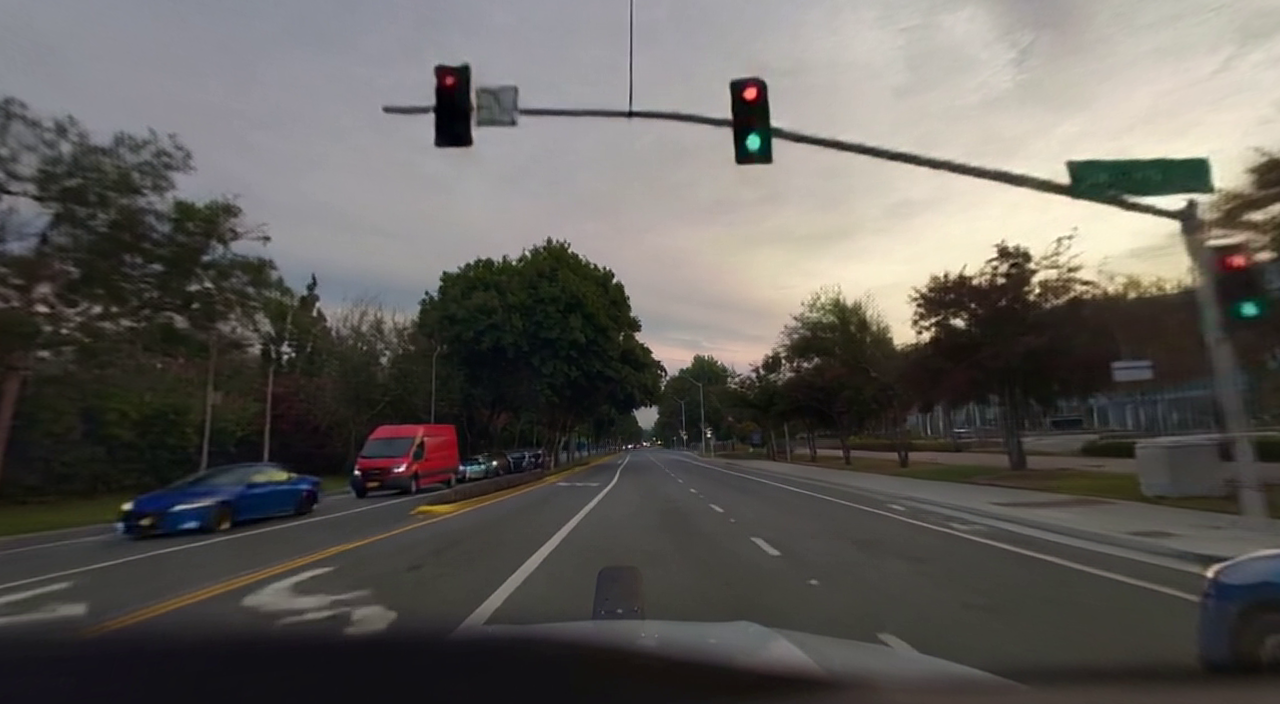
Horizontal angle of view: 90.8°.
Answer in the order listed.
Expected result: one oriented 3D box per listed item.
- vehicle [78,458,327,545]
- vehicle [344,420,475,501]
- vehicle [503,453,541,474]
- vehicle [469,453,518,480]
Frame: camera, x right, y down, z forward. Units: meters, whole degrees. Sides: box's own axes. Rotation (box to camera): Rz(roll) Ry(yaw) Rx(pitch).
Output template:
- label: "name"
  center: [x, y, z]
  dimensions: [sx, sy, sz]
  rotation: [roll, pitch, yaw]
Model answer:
- label: "vehicle"
  center: [-9.081, 3.100, 13.781]
  dimensions: [2.190, 1.455, 4.516]
  rotation: [0, -9, 0]
- label: "vehicle"
  center: [-8.805, 4.222, 25.089]
  dimensions: [2.617, 2.736, 6.621]
  rotation: [0, -9, 0]
- label: "vehicle"
  center: [-8.810, 8.366, 47.512]
  dimensions: [1.940, 1.452, 4.441]
  rotation: [-1, -9, 1]
- label: "vehicle"
  center: [-8.861, 6.943, 38.567]
  dimensions: [1.959, 1.469, 4.369]
  rotation: [0, -9, 0]
